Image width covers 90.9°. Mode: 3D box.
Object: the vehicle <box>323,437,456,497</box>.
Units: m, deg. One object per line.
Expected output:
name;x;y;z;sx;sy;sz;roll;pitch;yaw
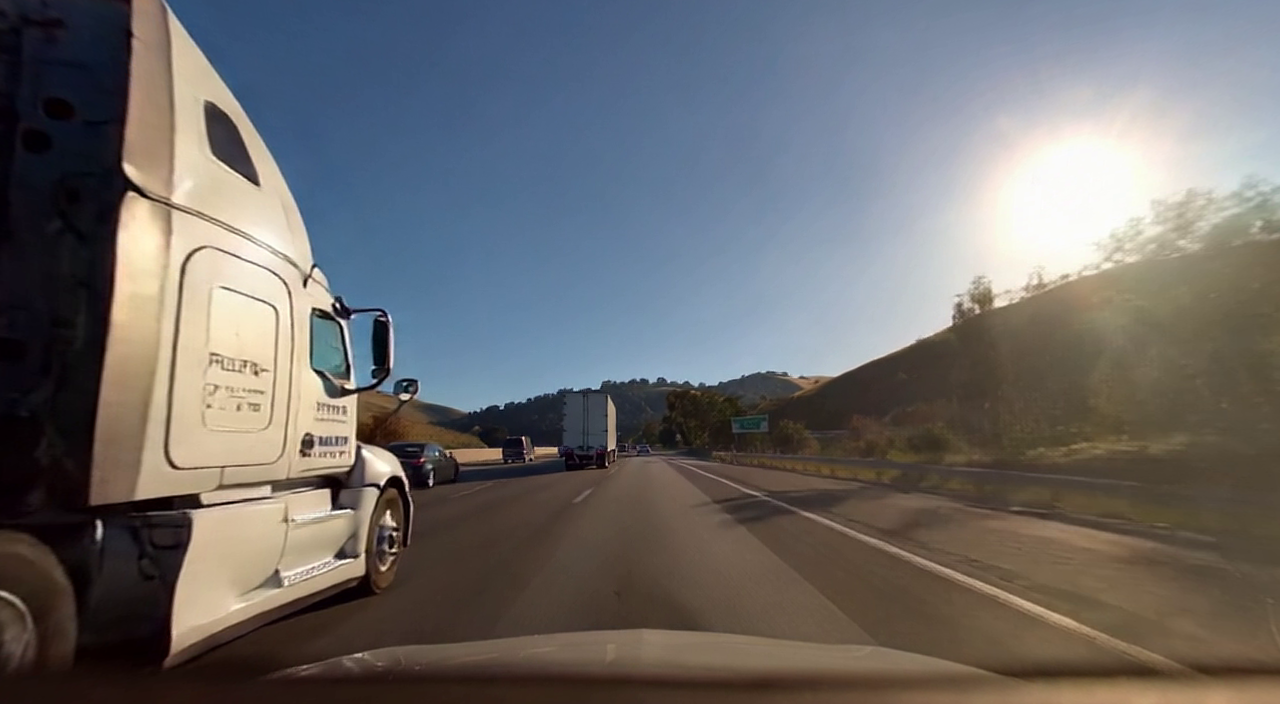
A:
vehicle;-7.011;3.257;18.271;1.911;1.494;4.555;0;-8;1

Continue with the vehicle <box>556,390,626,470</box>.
vehicle;-2.852;5.479;42.709;3.202;4.352;16.251;0;-8;1
